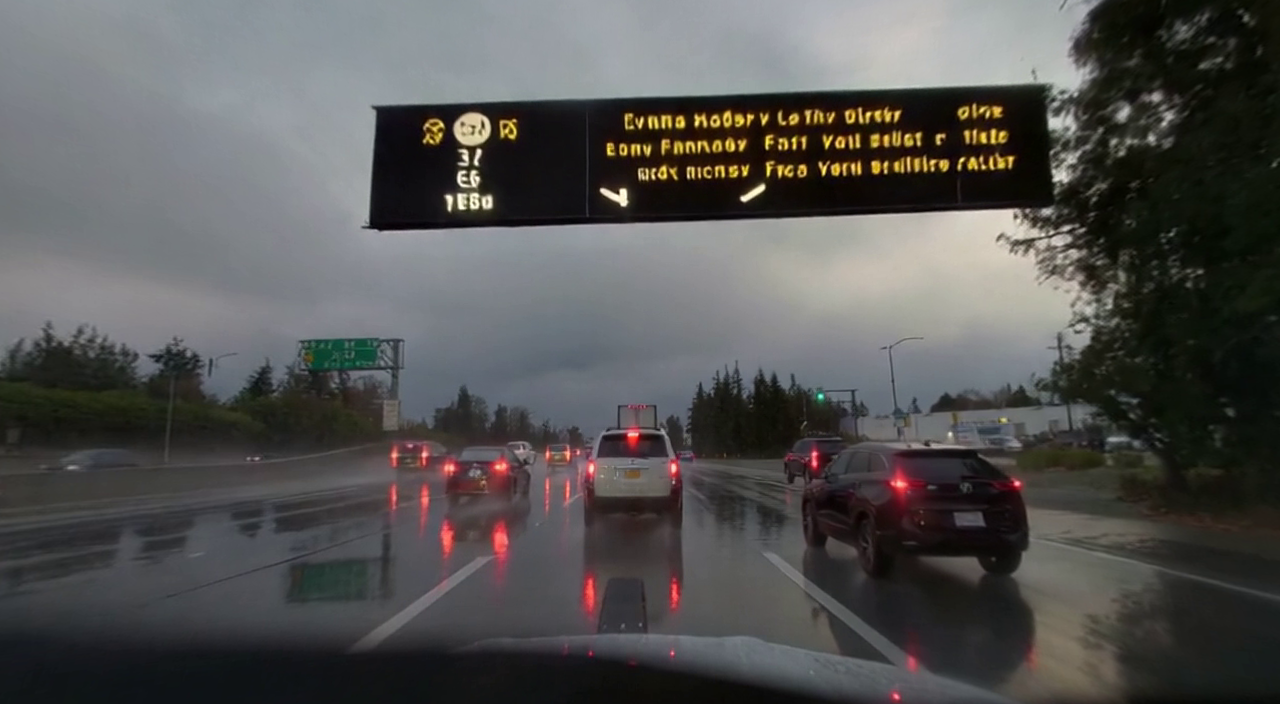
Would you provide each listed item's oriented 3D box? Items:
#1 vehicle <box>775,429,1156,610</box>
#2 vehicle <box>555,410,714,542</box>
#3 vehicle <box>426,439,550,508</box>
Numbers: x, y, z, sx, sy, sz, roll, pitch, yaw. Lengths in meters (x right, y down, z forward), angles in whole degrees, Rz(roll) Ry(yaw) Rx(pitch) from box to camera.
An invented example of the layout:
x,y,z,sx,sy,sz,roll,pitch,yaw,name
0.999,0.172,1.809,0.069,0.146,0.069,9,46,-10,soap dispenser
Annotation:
x,y,z,sx,sy,sz,roll,pitch,yaw,name
3.186,1.721,7.516,2.018,1.470,4.491,0,-9,-2,vehicle
-0.083,1.995,10.631,2.152,1.779,3.924,0,-9,0,vehicle
-3.603,2.955,15.797,2.005,1.458,4.143,0,-9,1,vehicle
